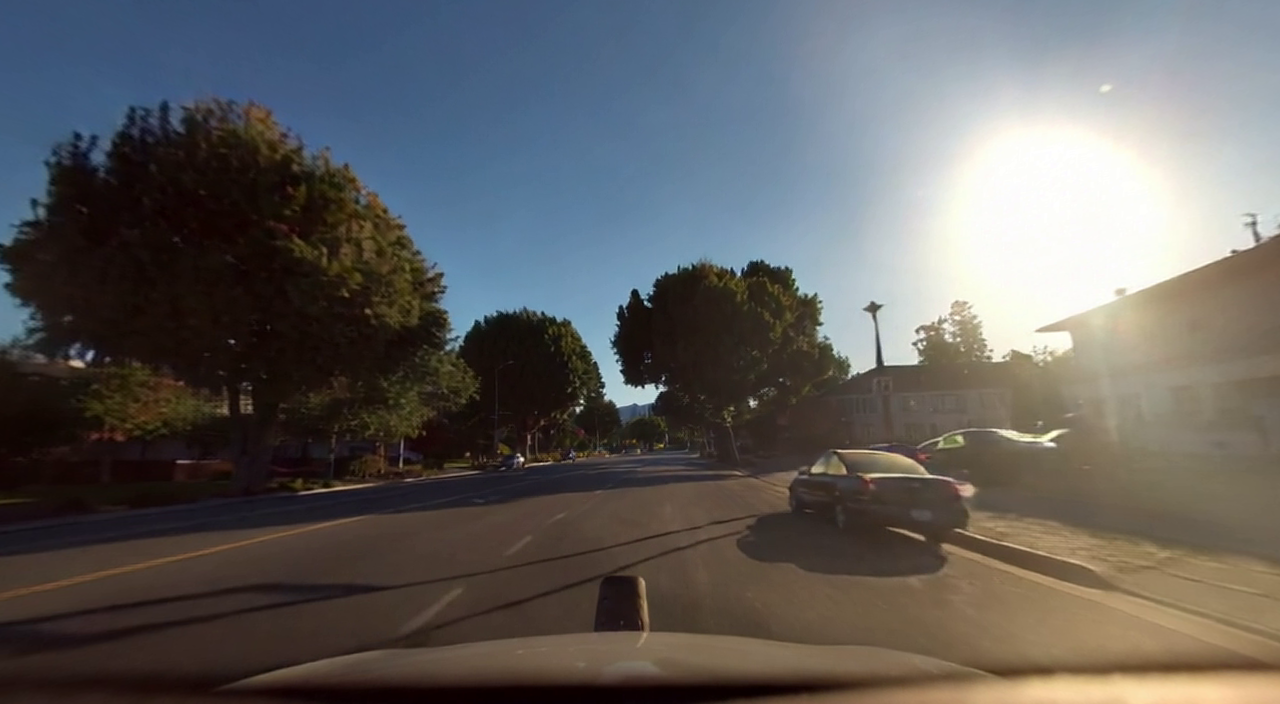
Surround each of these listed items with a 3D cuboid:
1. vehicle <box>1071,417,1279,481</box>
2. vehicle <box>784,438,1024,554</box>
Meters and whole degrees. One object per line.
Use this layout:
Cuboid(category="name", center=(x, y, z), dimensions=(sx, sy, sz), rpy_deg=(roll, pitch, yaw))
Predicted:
Cuboid(category="vehicle", center=(15.605, 2.842, 18.556), dimensions=(4.290, 1.717, 2.013), rpy_deg=(-1, -8, 7))
Cuboid(category="vehicle", center=(4.009, 2.248, 10.738), dimensions=(2.080, 1.503, 4.821), rpy_deg=(0, -8, 1))
